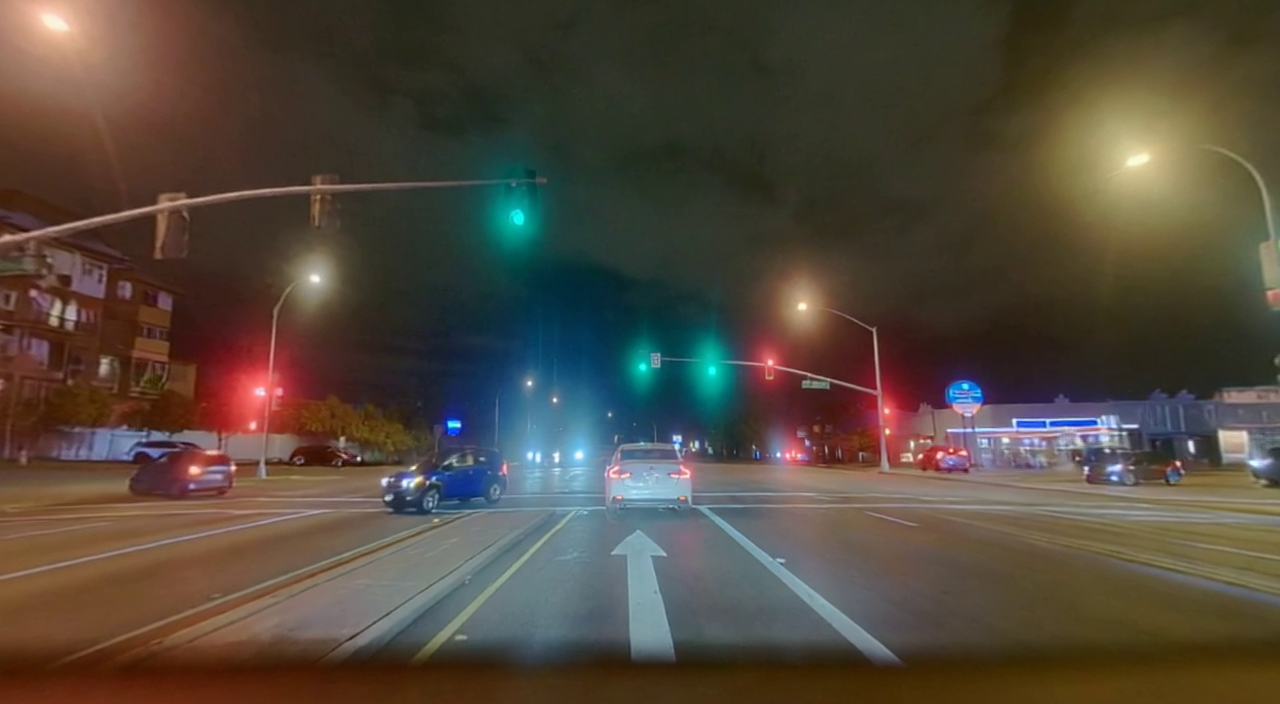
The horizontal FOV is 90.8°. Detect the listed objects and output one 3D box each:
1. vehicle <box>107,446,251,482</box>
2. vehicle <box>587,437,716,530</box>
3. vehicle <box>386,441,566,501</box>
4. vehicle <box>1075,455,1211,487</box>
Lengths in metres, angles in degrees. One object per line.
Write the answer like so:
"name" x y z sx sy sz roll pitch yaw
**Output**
"vehicle" -19.148 4.651 26.399 4.531 1.434 1.841 0 -9 -1
"vehicle" 0.065 2.431 12.298 2.067 1.471 4.241 1 -9 -4
"vehicle" -4.683 3.330 18.077 4.626 1.489 2.213 -4 -10 26
"vehicle" 23.467 5.547 29.606 4.684 1.412 1.995 0 -9 -2
